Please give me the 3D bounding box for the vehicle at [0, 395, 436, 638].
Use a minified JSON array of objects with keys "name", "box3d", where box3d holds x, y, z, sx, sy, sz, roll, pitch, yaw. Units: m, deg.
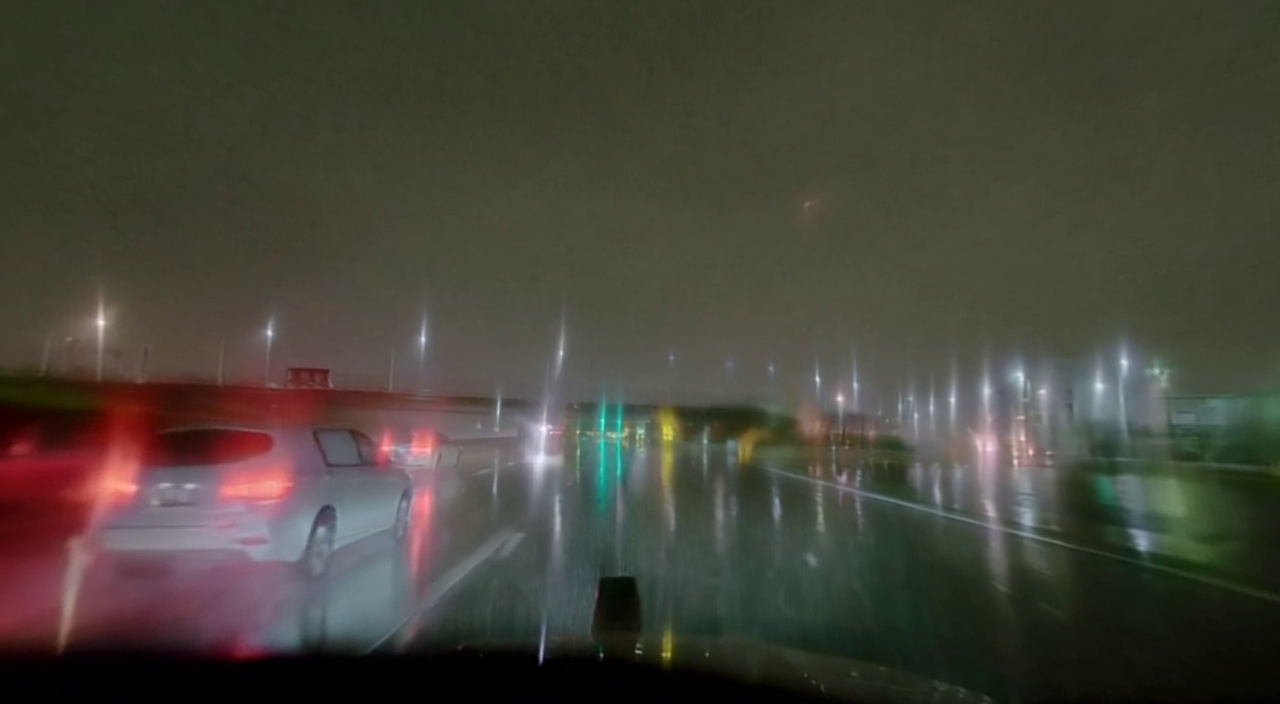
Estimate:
[{"name":"vehicle","box3d":[-4.014,1.421,6.668,2.123,1.601,4.887,0,-8,-1]}]
